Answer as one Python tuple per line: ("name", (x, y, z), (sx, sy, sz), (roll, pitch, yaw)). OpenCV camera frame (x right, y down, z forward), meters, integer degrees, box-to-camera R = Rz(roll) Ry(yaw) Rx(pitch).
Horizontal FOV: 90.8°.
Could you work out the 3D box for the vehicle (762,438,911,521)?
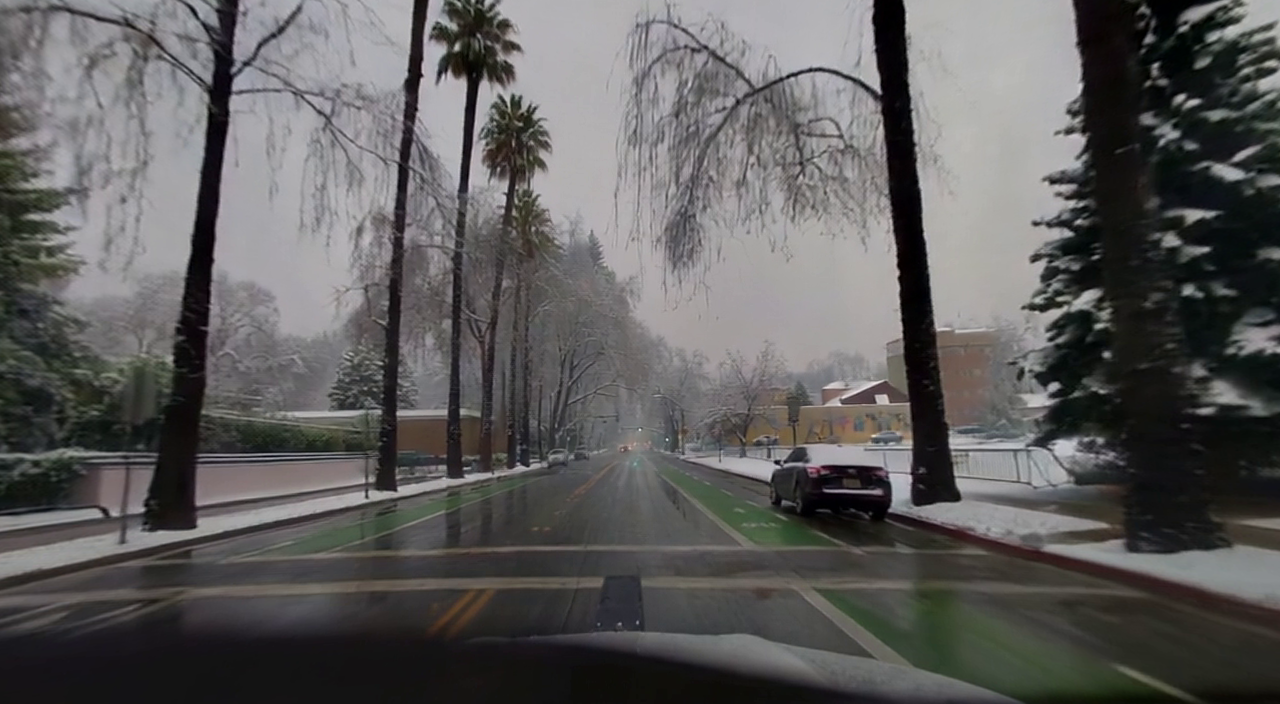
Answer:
("vehicle", (4.387, 2.915, 14.961), (1.997, 1.640, 4.494), (0, -9, -1))
